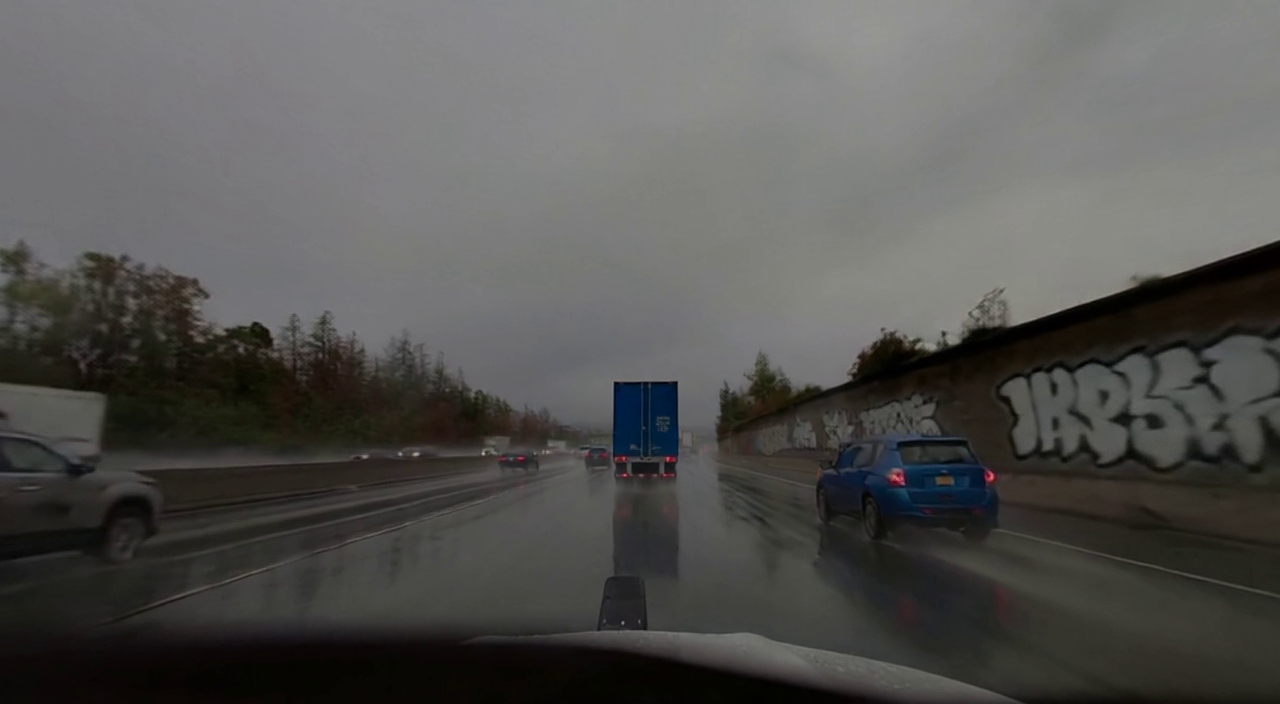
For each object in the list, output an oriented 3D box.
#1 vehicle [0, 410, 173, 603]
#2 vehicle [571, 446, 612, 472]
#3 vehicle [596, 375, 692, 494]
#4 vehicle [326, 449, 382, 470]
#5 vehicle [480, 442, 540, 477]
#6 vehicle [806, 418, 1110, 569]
[{"bbox_3d":[-6.687,1.278,5.017,2.134,1.662,4.851,0,-9,1],"label":"vehicle"},{"bbox_3d":[-2.892,6.487,38.347,2.020,1.505,4.171,0,-9,2],"label":"vehicle"},{"bbox_3d":[0.120,3.295,24.351,2.915,3.661,9.741,0,-9,0],"label":"vehicle"},{"bbox_3d":[-20.754,7.822,45.909,1.806,1.455,4.426,-1,-9,3],"label":"vehicle"},{"bbox_3d":[-6.372,5.351,31.416,2.005,1.607,4.042,-1,-9,2],"label":"vehicle"},{"bbox_3d":[4.170,1.948,9.377,2.205,1.689,4.403,0,-9,0],"label":"vehicle"}]
